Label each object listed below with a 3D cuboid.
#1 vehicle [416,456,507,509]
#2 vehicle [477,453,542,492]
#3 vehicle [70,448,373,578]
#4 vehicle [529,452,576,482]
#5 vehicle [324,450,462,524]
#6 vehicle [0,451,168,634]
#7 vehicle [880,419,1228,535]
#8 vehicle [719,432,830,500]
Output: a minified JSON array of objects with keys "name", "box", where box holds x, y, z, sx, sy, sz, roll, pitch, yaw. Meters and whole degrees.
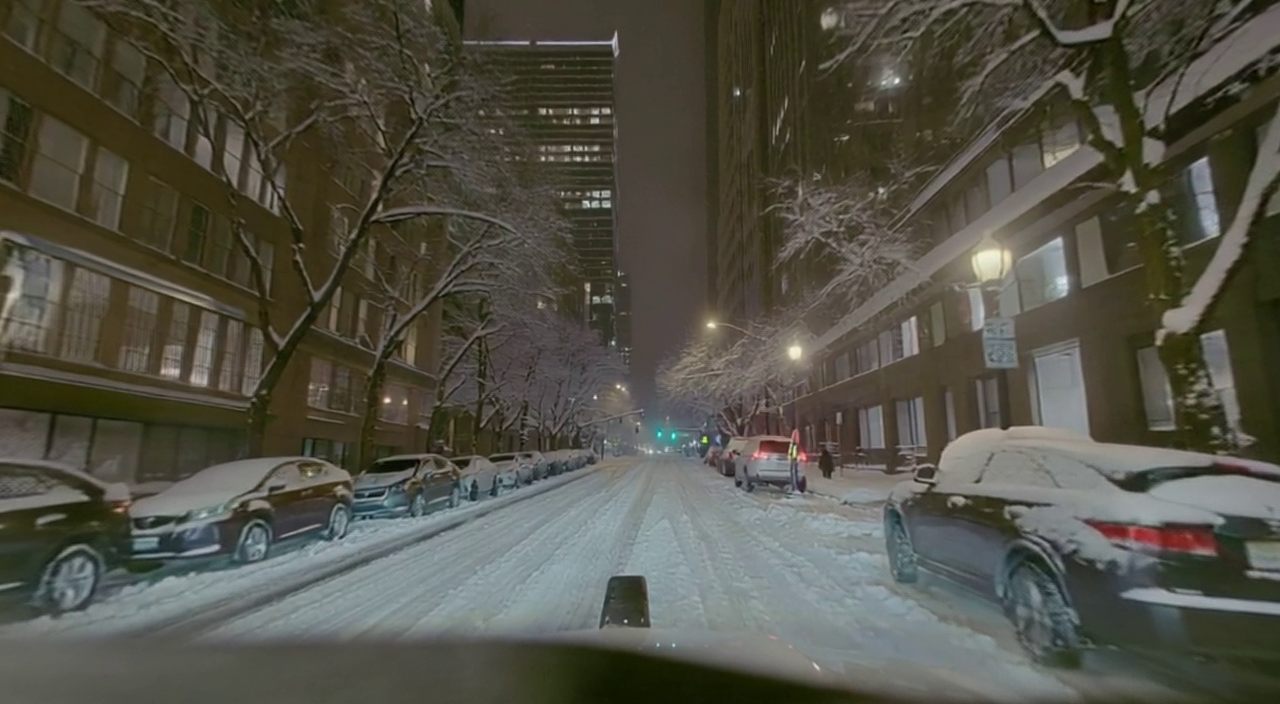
[{"name":"vehicle","box":[-6.231,4.594,22.640,1.889,1.451,5.013,-2,-8,-1]},{"name":"vehicle","box":[-5.912,5.494,29.103,2.110,1.498,4.555,-2,-8,-1]},{"name":"vehicle","box":[-6.697,2.555,10.952,2.123,1.596,4.659,-2,-8,-1]},{"name":"vehicle","box":[-5.383,7.133,39.433,2.270,1.539,4.855,-2,-8,-1]},{"name":"vehicle","box":[-6.529,3.564,17.317,1.944,1.574,4.717,-2,-8,-1]},{"name":"vehicle","box":[-7.004,1.735,5.305,2.244,1.616,5.013,-2,-8,-1]},{"name":"vehicle","box":[7.372,2.257,11.797,4.772,1.876,2.400,-1,-8,1]},{"name":"vehicle","box":[4.524,3.929,22.512,2.568,2.001,5.999,-2,-8,-1]}]
